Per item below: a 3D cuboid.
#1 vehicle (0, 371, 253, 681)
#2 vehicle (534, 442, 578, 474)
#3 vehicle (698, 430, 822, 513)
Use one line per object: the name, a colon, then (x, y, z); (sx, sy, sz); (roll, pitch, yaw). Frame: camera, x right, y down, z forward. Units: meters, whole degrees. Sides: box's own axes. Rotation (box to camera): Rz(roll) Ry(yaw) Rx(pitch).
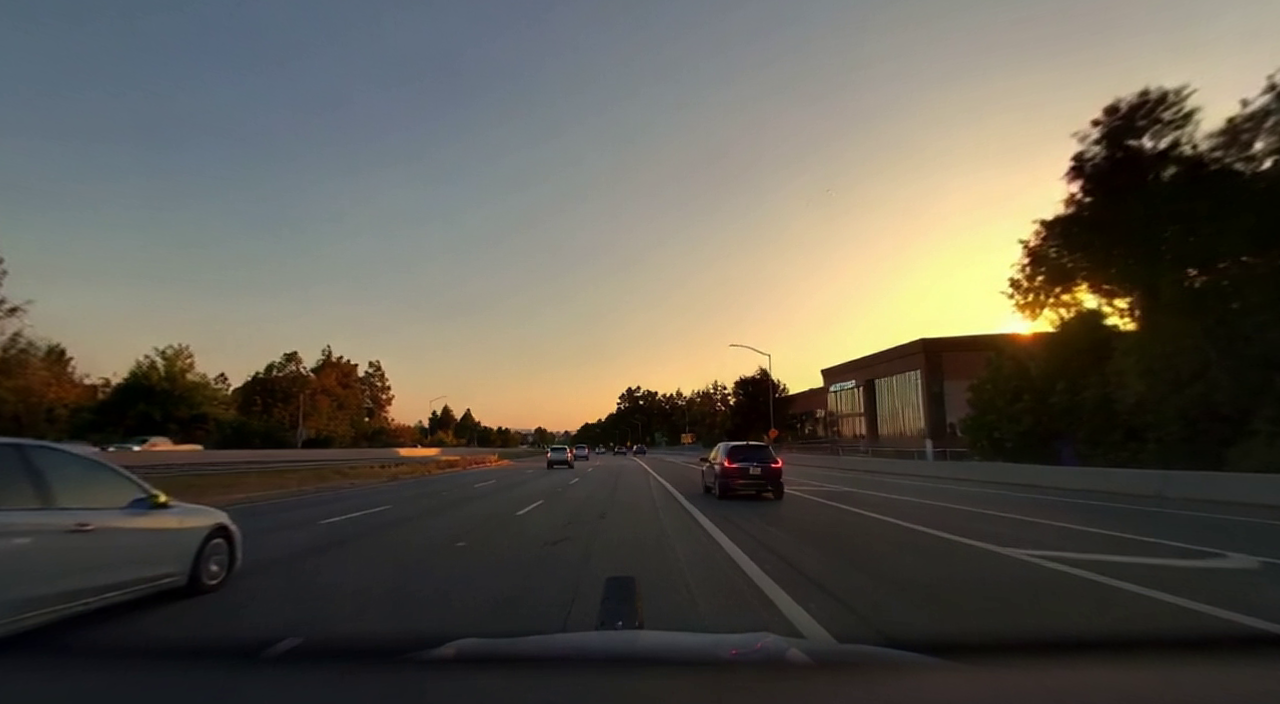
vehicle: (-4.803, 1.001, 3.595); (2.176, 1.779, 4.755); (0, -9, 0)
vehicle: (-5.047, 6.446, 38.763); (2.160, 1.794, 4.646); (0, -9, -1)
vehicle: (2.666, 2.784, 15.158); (1.997, 1.686, 4.247); (0, -9, -2)
